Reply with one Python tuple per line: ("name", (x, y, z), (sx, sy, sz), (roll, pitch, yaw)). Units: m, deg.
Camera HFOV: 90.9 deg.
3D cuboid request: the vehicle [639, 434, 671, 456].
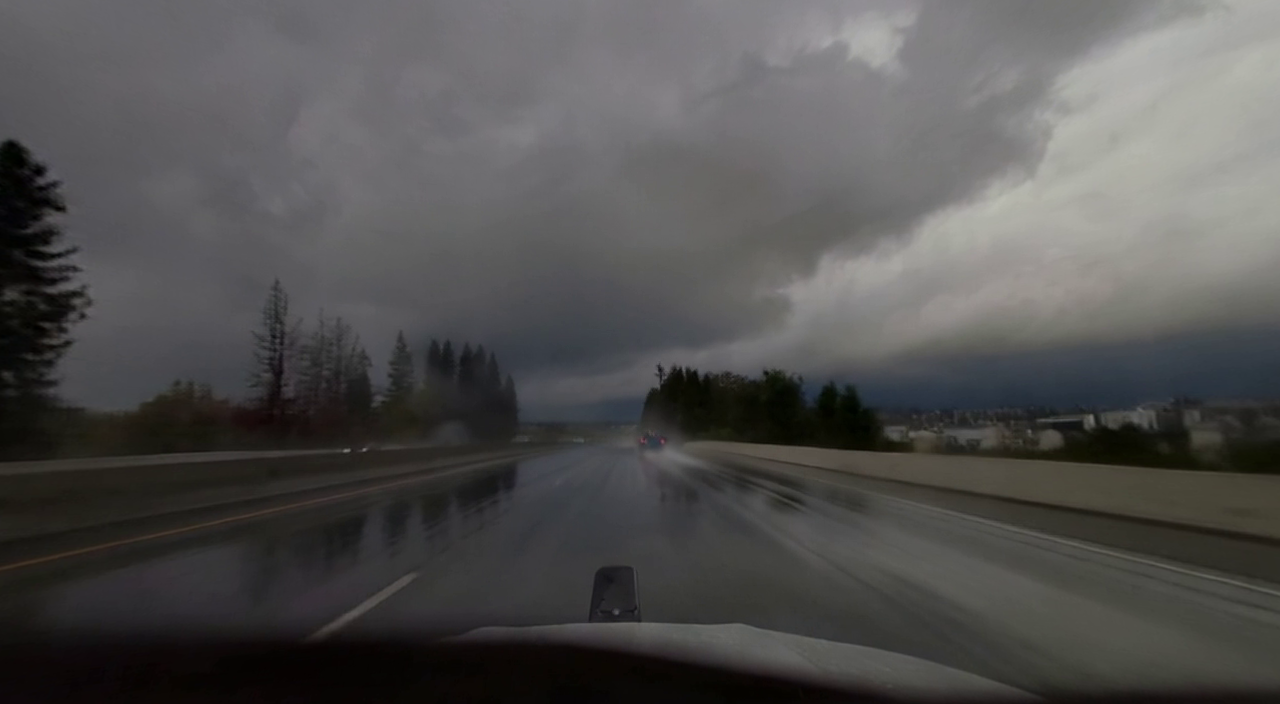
("vehicle", (0.967, 6.243, 42.468), (1.911, 1.449, 3.776), (0, -8, -3))
